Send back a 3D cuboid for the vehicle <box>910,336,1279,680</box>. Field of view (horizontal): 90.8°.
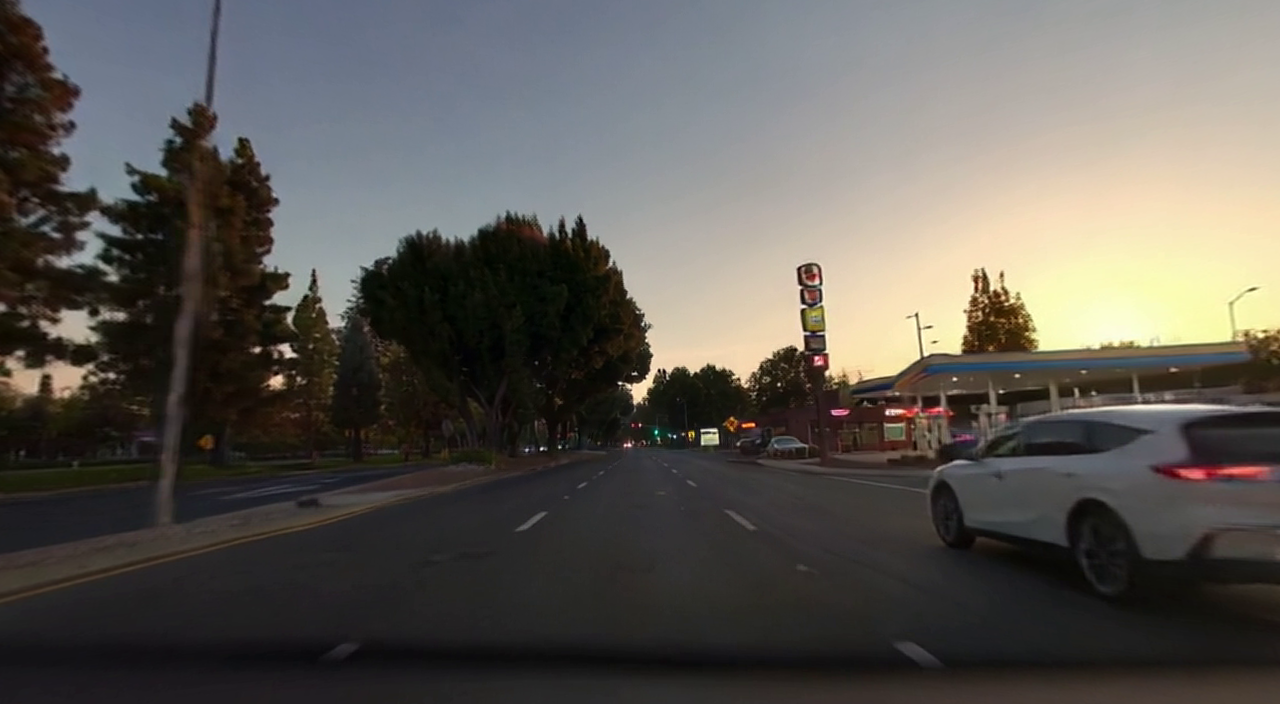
[{"bbox_3d":[4.660,1.179,5.698,2.245,1.864,5.076,0,-8,1],"label":"vehicle"}]

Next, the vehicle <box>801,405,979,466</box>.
[{"bbox_3d":[14.457,4.879,37.070,9.127,3.409,2.992,0,-8,-1],"label":"vehicle"}]
